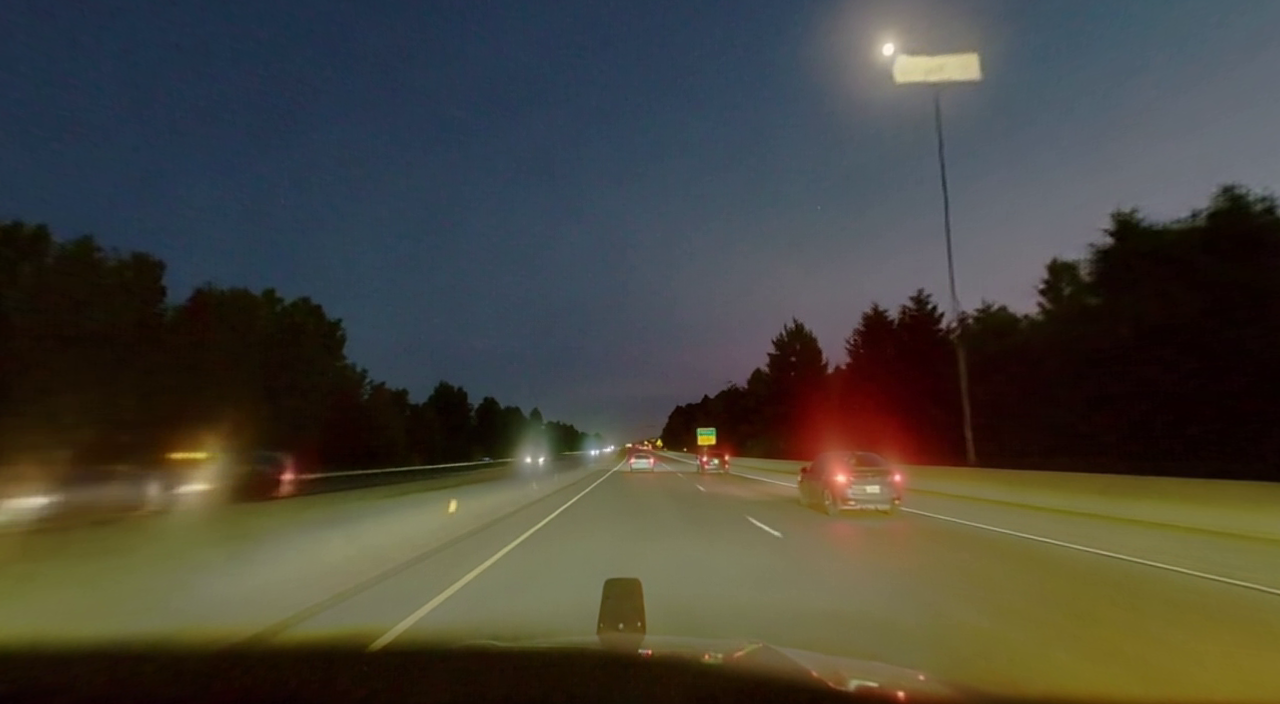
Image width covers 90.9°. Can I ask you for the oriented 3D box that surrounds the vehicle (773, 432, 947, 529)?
[{"bbox_3d":[4.267,2.571,13.127,1.969,1.639,4.472,0,-9,0],"label":"vehicle"}]

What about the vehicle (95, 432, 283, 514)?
[{"bbox_3d":[-15.992,4.305,22.969,2.507,2.577,5.744,0,-9,0],"label":"vehicle"}]

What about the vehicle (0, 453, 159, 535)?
[{"bbox_3d":[-15.905,3.673,16.902,2.024,1.869,4.992,0,-9,0],"label":"vehicle"}]

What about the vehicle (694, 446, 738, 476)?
[{"bbox_3d":[4.282,6.221,36.177,1.935,1.594,3.981,0,-9,-1],"label":"vehicle"}]

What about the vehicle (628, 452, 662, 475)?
[{"bbox_3d":[0.310,6.913,39.274,2.012,1.320,3.777,0,-9,1],"label":"vehicle"}]
